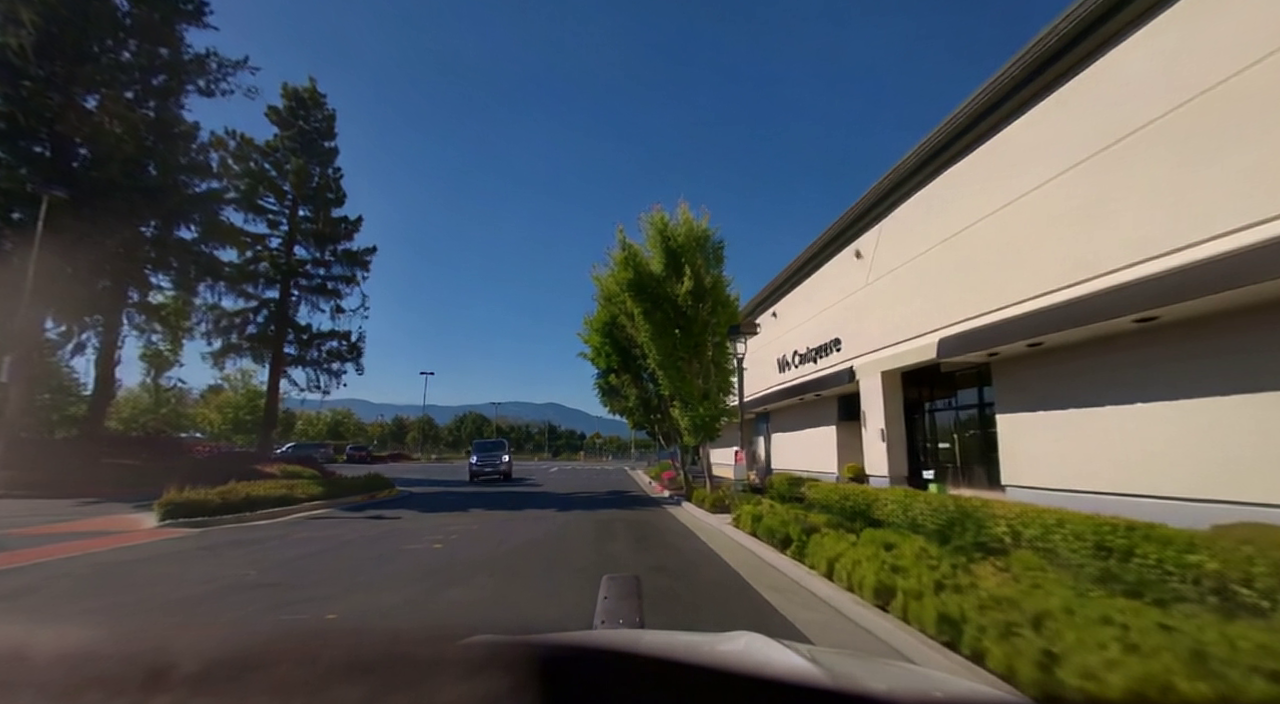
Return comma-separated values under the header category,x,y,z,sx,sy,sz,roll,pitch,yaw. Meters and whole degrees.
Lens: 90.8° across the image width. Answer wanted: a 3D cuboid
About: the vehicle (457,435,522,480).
category,x,y,z,sx,sy,sz,roll,pitch,yaw
vehicle,-6.598,4.663,28.239,2.180,1.806,4.541,1,-8,-5
